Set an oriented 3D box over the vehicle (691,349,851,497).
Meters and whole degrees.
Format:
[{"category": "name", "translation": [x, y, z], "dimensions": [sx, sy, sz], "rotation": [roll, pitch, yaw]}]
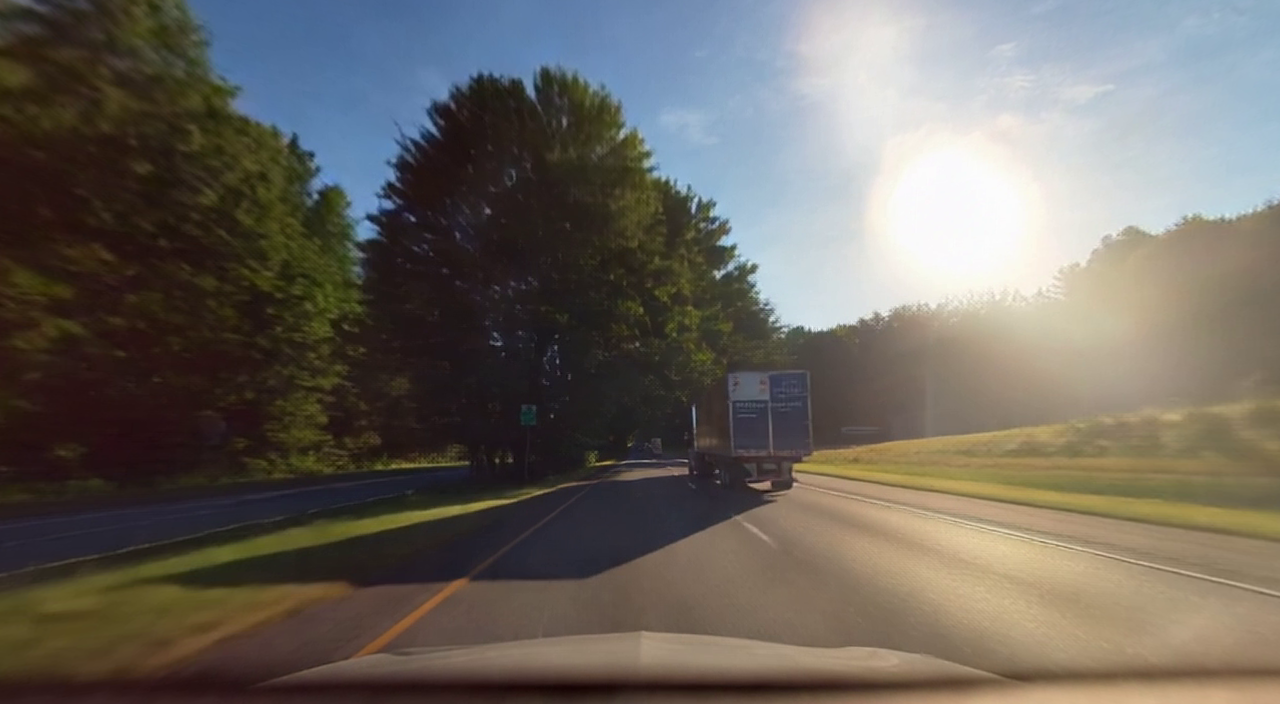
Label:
[{"category": "vehicle", "translation": [4.227, 3.053, 24.834], "dimensions": [3.231, 4.102, 14.393], "rotation": [0, -9, 0]}]
